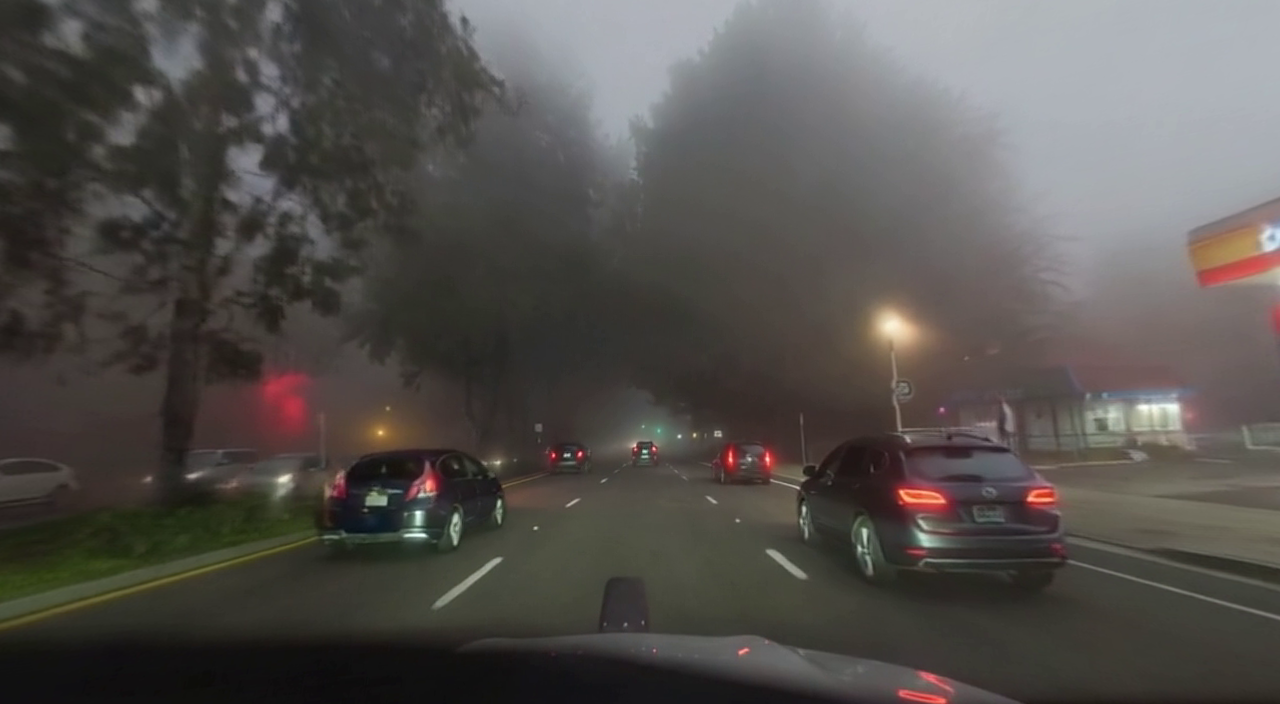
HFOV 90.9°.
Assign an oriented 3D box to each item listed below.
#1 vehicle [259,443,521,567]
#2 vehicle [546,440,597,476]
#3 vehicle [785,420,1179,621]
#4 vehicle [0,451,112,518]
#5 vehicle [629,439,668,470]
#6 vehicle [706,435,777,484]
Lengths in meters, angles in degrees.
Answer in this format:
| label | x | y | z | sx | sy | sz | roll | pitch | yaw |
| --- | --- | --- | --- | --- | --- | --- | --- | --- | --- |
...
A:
| label | x | y | z | sx | sy | sz | roll | pitch | yaw |
| --- | --- | --- | --- | --- | --- | --- | --- | --- | --- |
| vehicle | -3.210 | 2.032 | 9.271 | 2.013 | 1.354 | 4.393 | 0 | -8 | 1 |
| vehicle | -3.292 | 5.164 | 30.961 | 1.988 | 1.645 | 3.995 | 0 | -8 | 1 |
| vehicle | 3.128 | 1.614 | 7.132 | 1.919 | 1.502 | 4.572 | 0 | -8 | 0 |
| vehicle | -18.704 | 3.865 | 18.663 | 2.062 | 1.804 | 4.687 | 0 | -8 | -1 |
| vehicle | 0.483 | 6.023 | 37.168 | 2.192 | 1.674 | 4.124 | 0 | -8 | 0 |
| vehicle | 3.860 | 4.177 | 24.891 | 1.980 | 1.709 | 4.813 | 0 | -8 | 0 |
